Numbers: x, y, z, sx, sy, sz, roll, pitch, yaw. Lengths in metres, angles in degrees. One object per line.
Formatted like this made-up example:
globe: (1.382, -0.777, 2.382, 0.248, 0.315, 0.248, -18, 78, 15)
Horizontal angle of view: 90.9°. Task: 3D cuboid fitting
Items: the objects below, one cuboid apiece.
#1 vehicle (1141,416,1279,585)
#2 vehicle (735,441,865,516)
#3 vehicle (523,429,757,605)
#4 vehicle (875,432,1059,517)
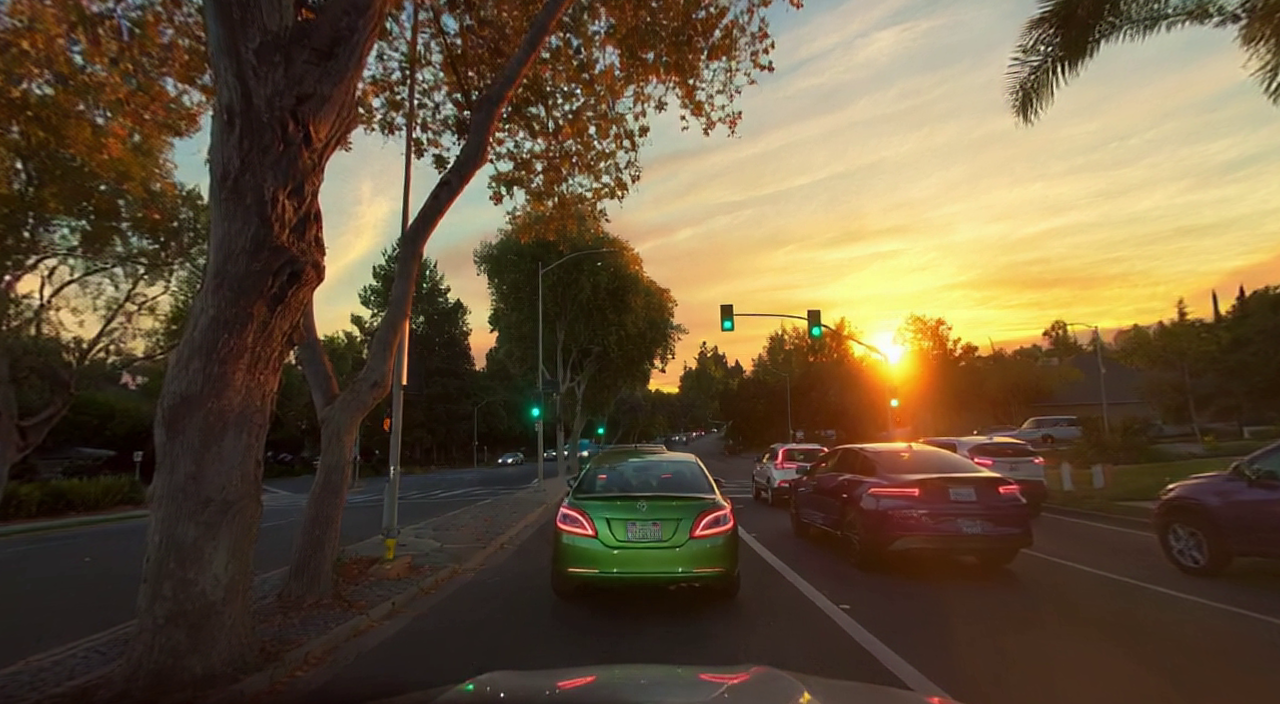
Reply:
vehicle: (6.938, 1.377, 5.806, 1.783, 1.572, 3.421, 0, -9, 1)
vehicle: (3.566, 2.905, 14.993, 1.934, 1.494, 4.446, 0, -9, 0)
vehicle: (0.015, 1.745, 7.483, 2.015, 1.502, 3.898, 0, -9, 0)
vehicle: (7.043, 2.673, 14.174, 1.923, 1.611, 4.094, 0, -9, 0)
